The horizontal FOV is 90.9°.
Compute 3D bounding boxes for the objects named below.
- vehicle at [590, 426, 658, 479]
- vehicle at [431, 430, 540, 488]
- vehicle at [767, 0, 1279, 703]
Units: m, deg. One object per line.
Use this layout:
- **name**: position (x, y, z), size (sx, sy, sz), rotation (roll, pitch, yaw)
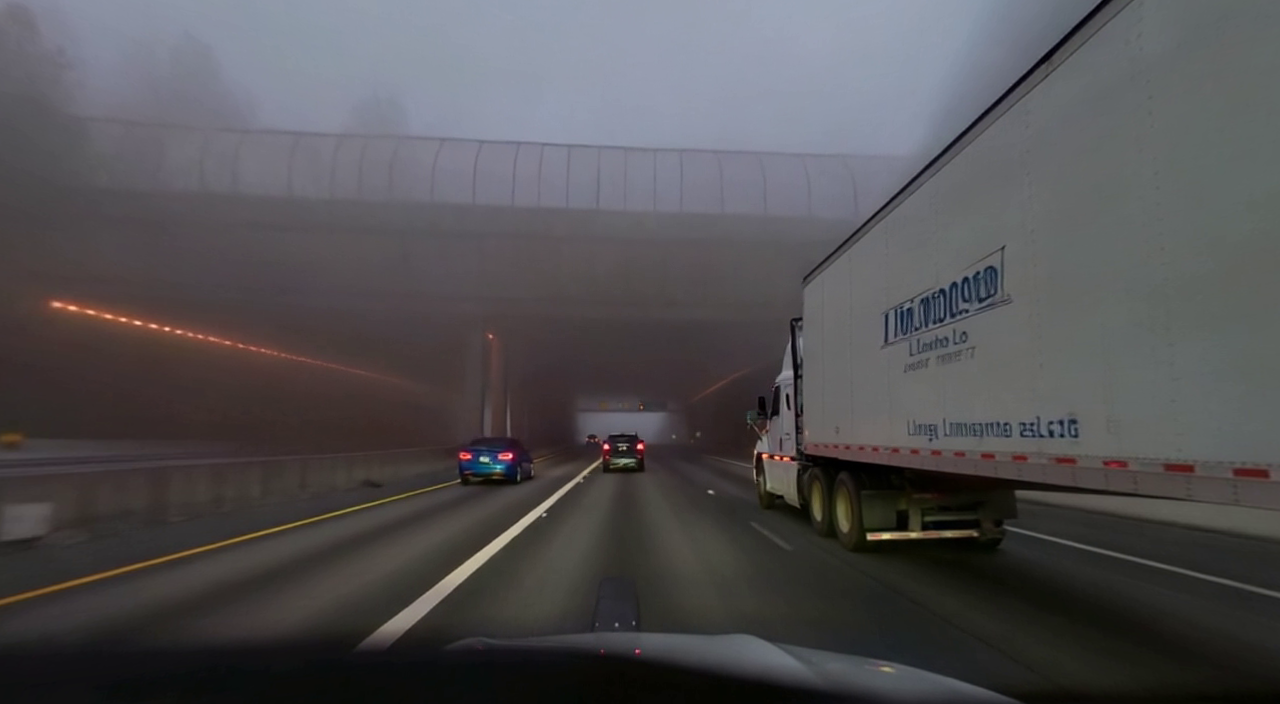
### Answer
- **vehicle**: position (-0.521, 3.329, 21.189), size (2.094, 1.600, 3.666), rotation (0, -8, -1)
- **vehicle**: position (-4.228, 2.978, 18.004), size (2.019, 1.435, 4.317), rotation (0, -8, 0)
- **vehicle**: position (3.823, -0.110, 4.289), size (2.842, 4.108, 14.081), rotation (0, -8, -1)
